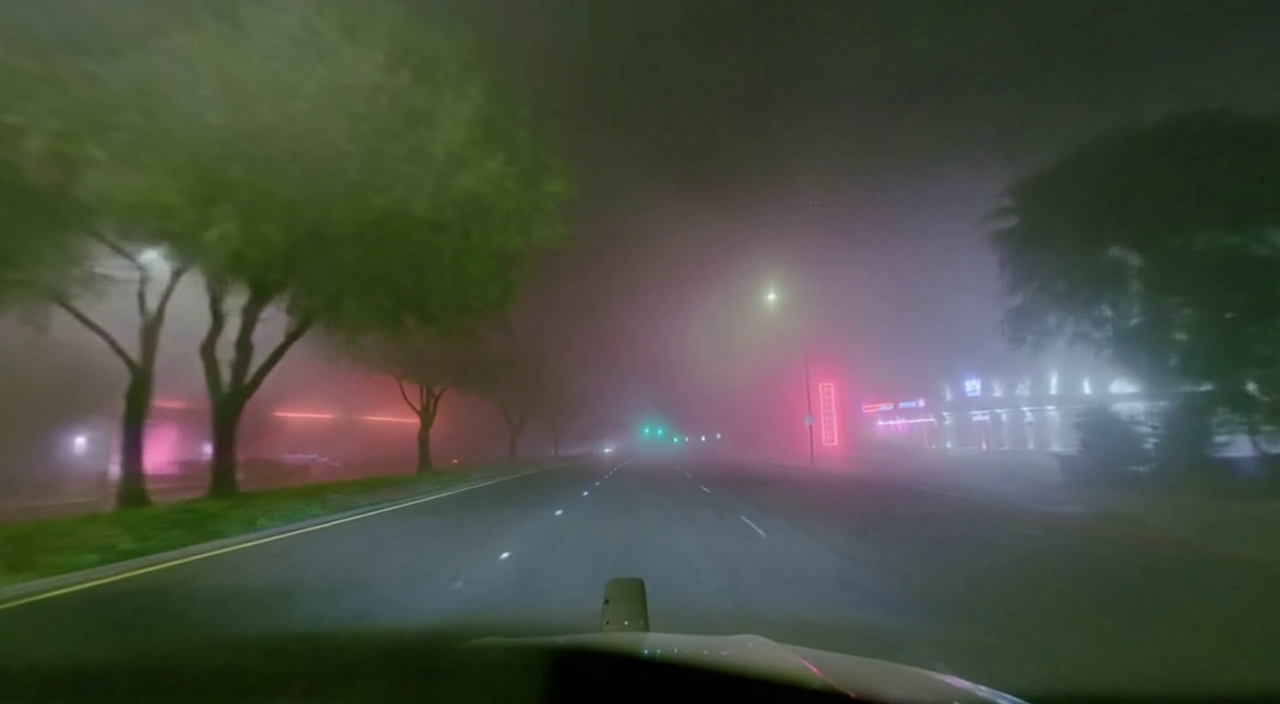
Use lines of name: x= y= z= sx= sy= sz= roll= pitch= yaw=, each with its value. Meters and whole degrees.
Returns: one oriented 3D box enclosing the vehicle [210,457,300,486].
vehicle: x=-22.192 y=6.876 z=36.570 sx=2.135 sy=1.467 sz=4.653 roll=-1 pitch=-9 yaw=2
